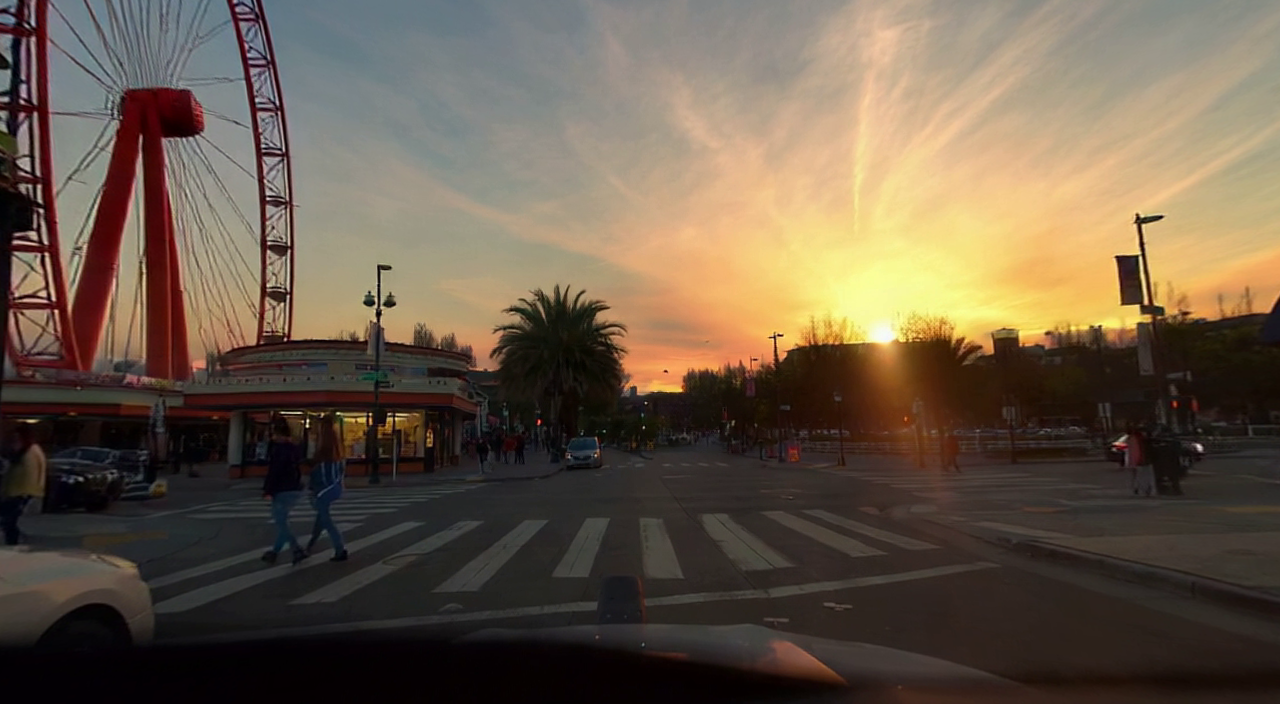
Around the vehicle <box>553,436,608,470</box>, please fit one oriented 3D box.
[{"bbox_3d":[-3.892,6.405,40.247,2.549,2.000,5.699,2,-9,-15],"label":"vehicle"}]

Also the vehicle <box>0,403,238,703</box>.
[{"bbox_3d":[-3.372,0.788,1.200,1.940,1.505,4.676,-1,-9,3],"label":"vehicle"}]
